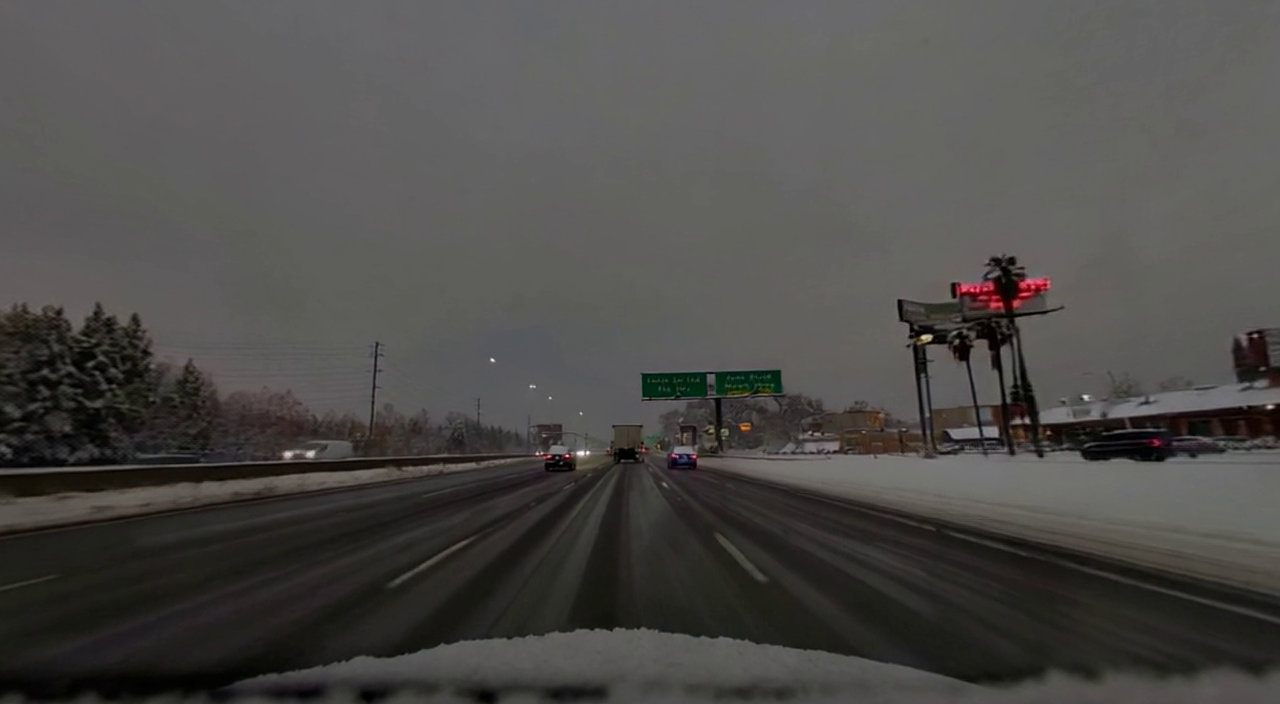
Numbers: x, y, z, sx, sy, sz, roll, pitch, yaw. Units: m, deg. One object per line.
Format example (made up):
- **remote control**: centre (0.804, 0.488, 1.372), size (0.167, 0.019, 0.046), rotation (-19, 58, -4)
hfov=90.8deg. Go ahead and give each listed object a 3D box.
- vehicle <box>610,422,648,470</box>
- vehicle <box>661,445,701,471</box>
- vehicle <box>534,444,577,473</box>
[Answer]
- **vehicle**: centre (-0.758, 6.325, 42.345), size (2.364, 2.953, 6.495), rotation (0, -9, -1)
- **vehicle**: centre (2.644, 6.958, 41.809), size (2.175, 1.598, 4.584), rotation (0, -9, -2)
- **vehicle**: centre (-5.069, 6.431, 38.322), size (2.021, 1.598, 4.887), rotation (0, -9, -1)
